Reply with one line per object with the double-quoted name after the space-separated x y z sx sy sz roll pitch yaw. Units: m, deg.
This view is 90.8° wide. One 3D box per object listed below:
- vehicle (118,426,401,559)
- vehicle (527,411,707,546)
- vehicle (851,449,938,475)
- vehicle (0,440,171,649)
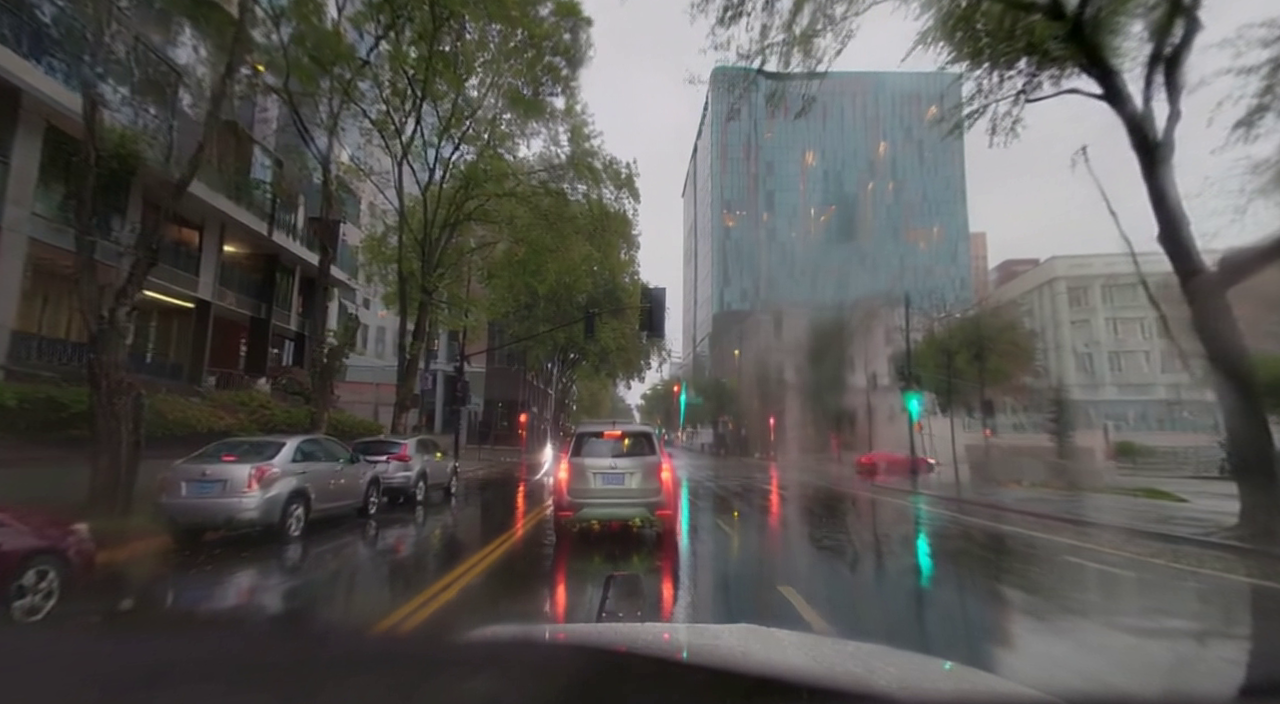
-5.770 2.153 10.465 1.904 1.684 4.529 0 -9 -1 "vehicle"
-0.267 1.898 10.009 2.258 1.687 3.934 0 -9 1 "vehicle"
15.992 6.904 39.795 4.638 1.555 1.824 0 -9 -3 "vehicle"
-5.557 1.266 3.777 1.841 1.466 4.364 -1 -9 6 "vehicle"
